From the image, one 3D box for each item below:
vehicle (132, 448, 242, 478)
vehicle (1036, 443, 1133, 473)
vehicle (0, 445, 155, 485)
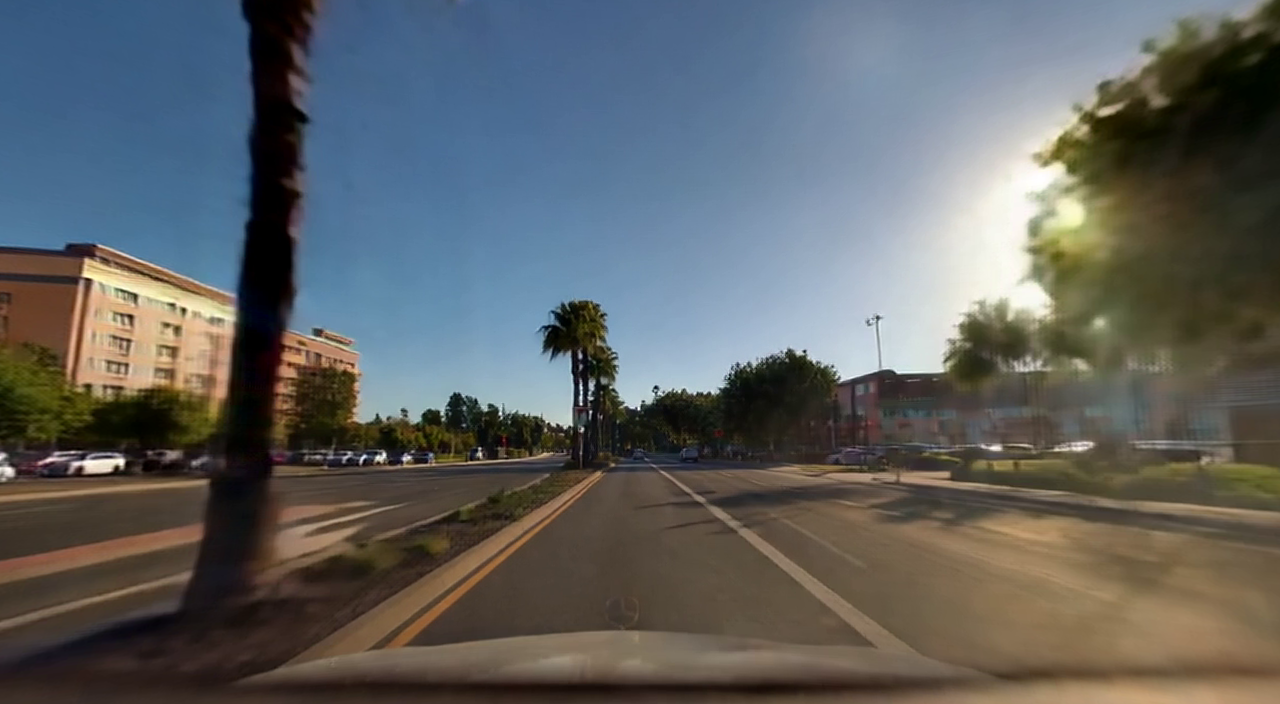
[{"bbox_3d":[-30.601,7.497,42.689,5.493,1.979,2.437,0,-9,-2],"label":"vehicle"},{"bbox_3d":[24.159,5.742,34.447,1.881,1.509,4.448,0,-9,-3],"label":"vehicle"},{"bbox_3d":[-32.027,6.404,35.955,6.216,2.077,2.806,0,-9,1],"label":"vehicle"}]
